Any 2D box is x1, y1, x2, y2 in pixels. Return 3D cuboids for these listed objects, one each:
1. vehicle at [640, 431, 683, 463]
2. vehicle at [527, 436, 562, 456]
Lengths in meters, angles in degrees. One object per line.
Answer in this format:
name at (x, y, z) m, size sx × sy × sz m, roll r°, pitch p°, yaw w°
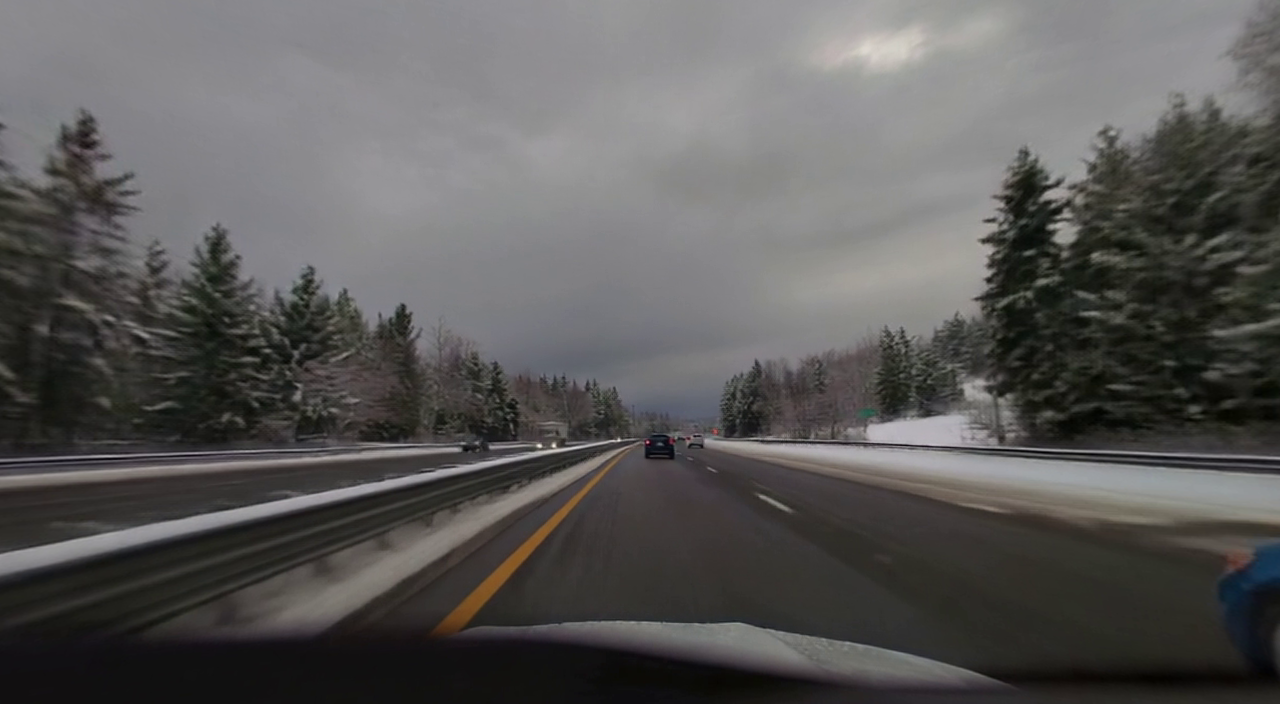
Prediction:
vehicle at (1.014, 4.784, 31.914) m, size 2.046 × 1.526 × 3.903 m, roll 0°, pitch -8°, yaw 0°
vehicle at (-7.448, 7.402, 49.519) m, size 1.968 × 1.481 × 4.273 m, roll 0°, pitch -8°, yaw 2°
